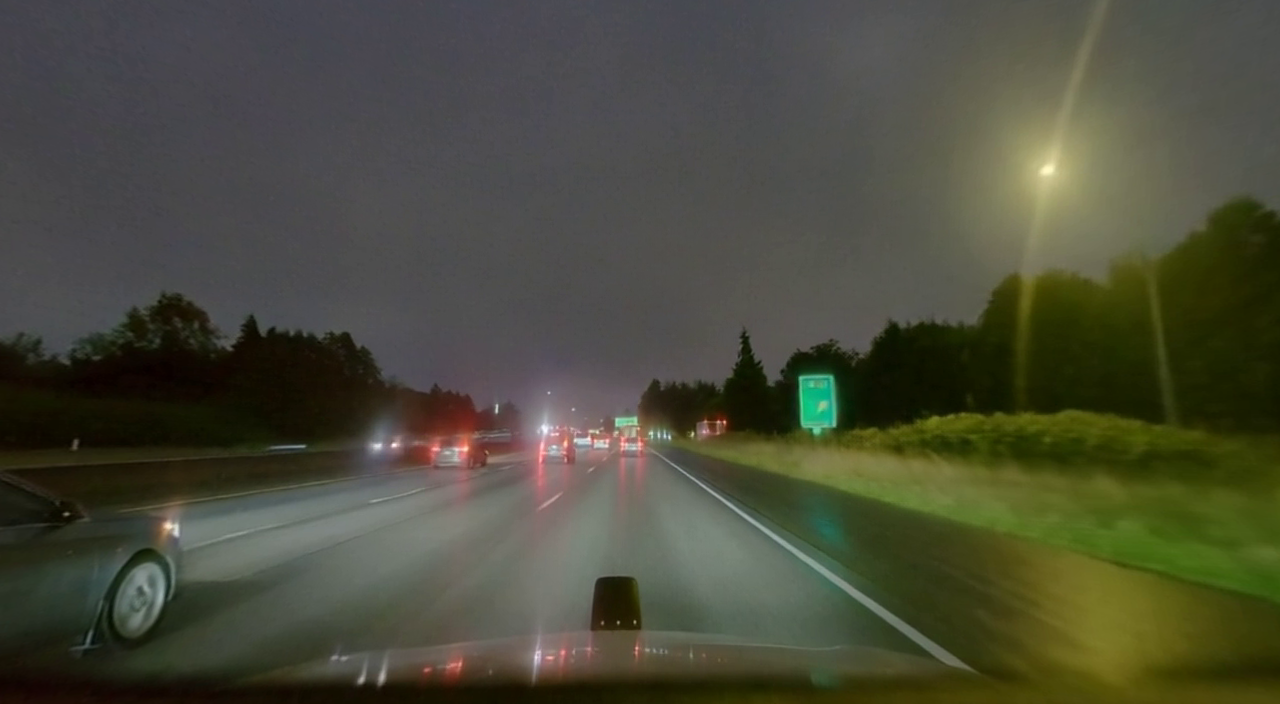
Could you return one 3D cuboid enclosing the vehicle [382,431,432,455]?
[{"bbox_3d":[-16.432,6.447,44.550,1.903,1.612,4.379,0,-8,0],"label":"vehicle"}]

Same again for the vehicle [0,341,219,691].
[{"bbox_3d":[-4.337,0.791,2.759,1.971,1.822,4.366,0,-8,-1],"label":"vehicle"}]

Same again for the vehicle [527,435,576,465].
[{"bbox_3d":[-4.454,4.974,32.194,1.909,1.445,4.087,0,-8,0],"label":"vehicle"}]

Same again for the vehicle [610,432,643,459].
[{"bbox_3d":[-0.868,5.964,40.357,2.002,1.611,3.778,0,-8,-1],"label":"vehicle"}]

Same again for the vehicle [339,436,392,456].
[{"bbox_3d":[-20.720,7.095,47.654,1.893,1.463,4.702,0,-8,0],"label":"vehicle"}]

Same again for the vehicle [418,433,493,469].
[{"bbox_3d":[-8.303,4.489,28.855,1.953,1.524,4.863,0,-8,0],"label":"vehicle"}]
